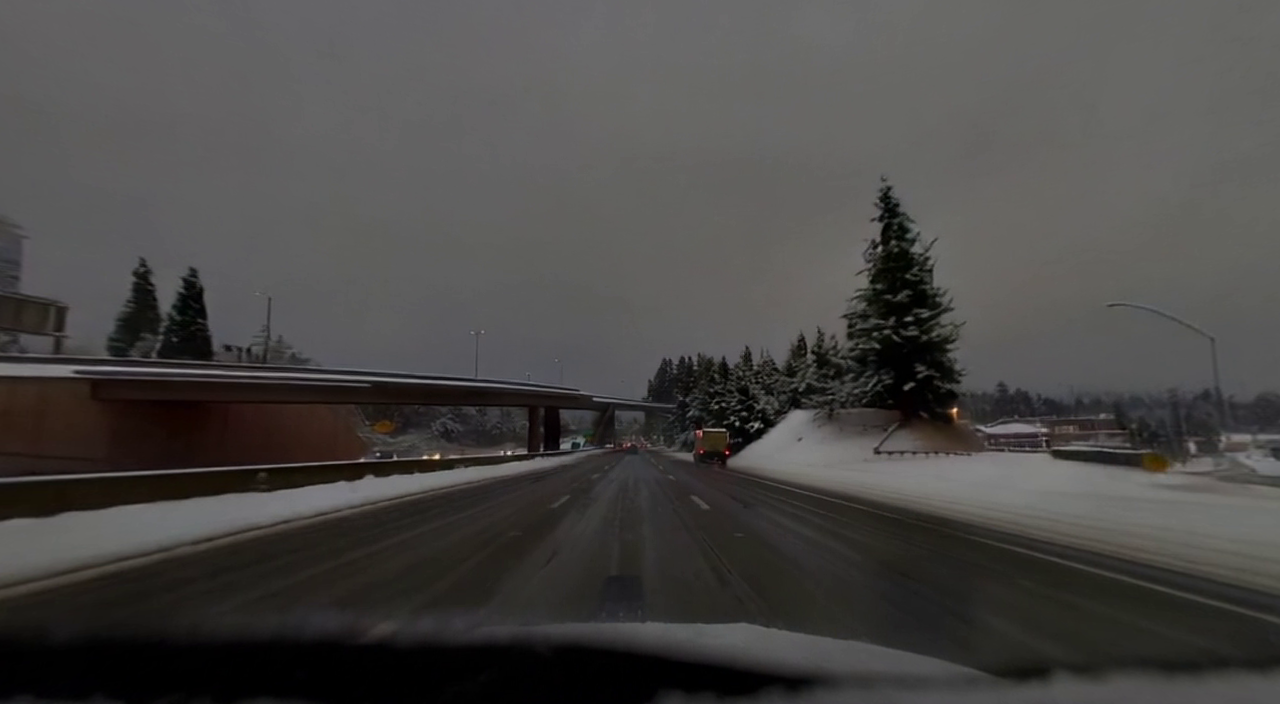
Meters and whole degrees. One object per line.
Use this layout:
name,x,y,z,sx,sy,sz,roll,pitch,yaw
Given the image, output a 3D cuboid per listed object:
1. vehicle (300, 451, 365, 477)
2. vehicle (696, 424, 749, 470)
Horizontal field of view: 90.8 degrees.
vehicle,-19.447,7.084,40.169,1.960,1.504,4.199,0,-9,0
vehicle,5.034,5.968,39.591,2.576,2.670,5.494,0,-9,0
